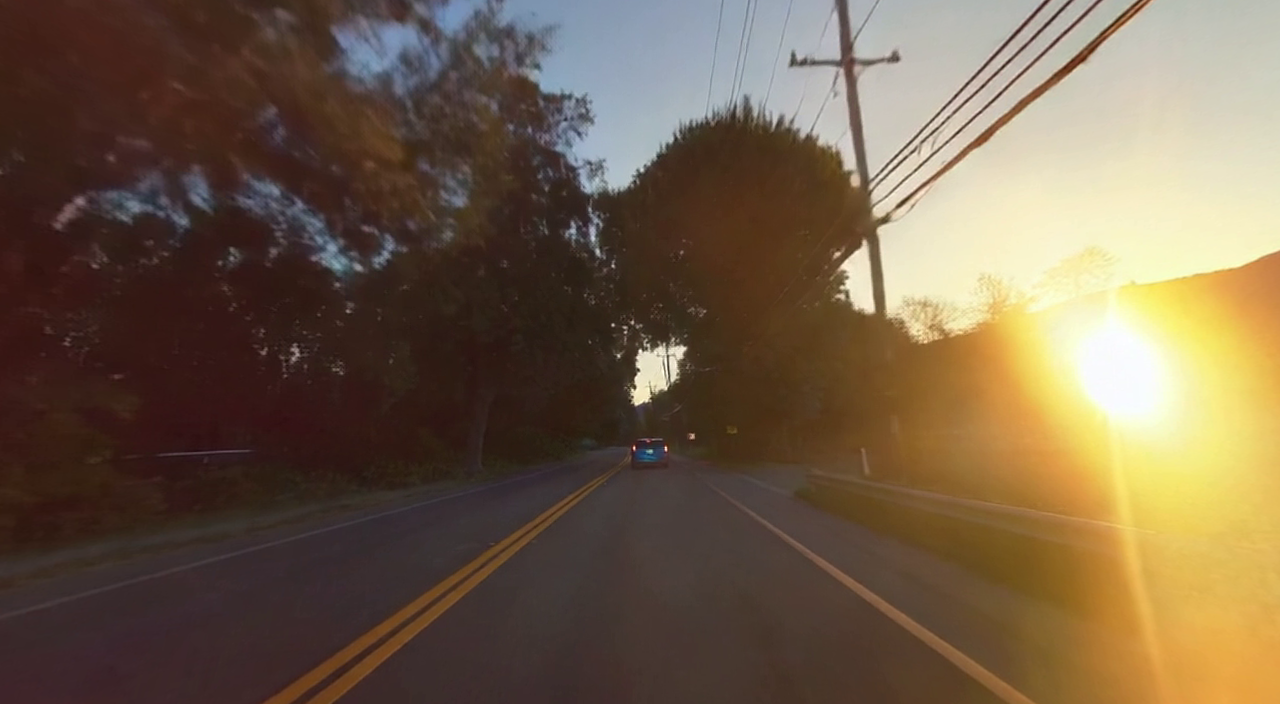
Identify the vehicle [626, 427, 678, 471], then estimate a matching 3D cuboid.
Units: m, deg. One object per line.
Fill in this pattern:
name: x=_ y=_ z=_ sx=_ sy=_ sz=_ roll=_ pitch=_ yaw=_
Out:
vehicle: x=0.564 y=4.951 z=32.305 sx=2.468 sy=2.056 sz=4.422 roll=0 pitch=-9 yaw=0
